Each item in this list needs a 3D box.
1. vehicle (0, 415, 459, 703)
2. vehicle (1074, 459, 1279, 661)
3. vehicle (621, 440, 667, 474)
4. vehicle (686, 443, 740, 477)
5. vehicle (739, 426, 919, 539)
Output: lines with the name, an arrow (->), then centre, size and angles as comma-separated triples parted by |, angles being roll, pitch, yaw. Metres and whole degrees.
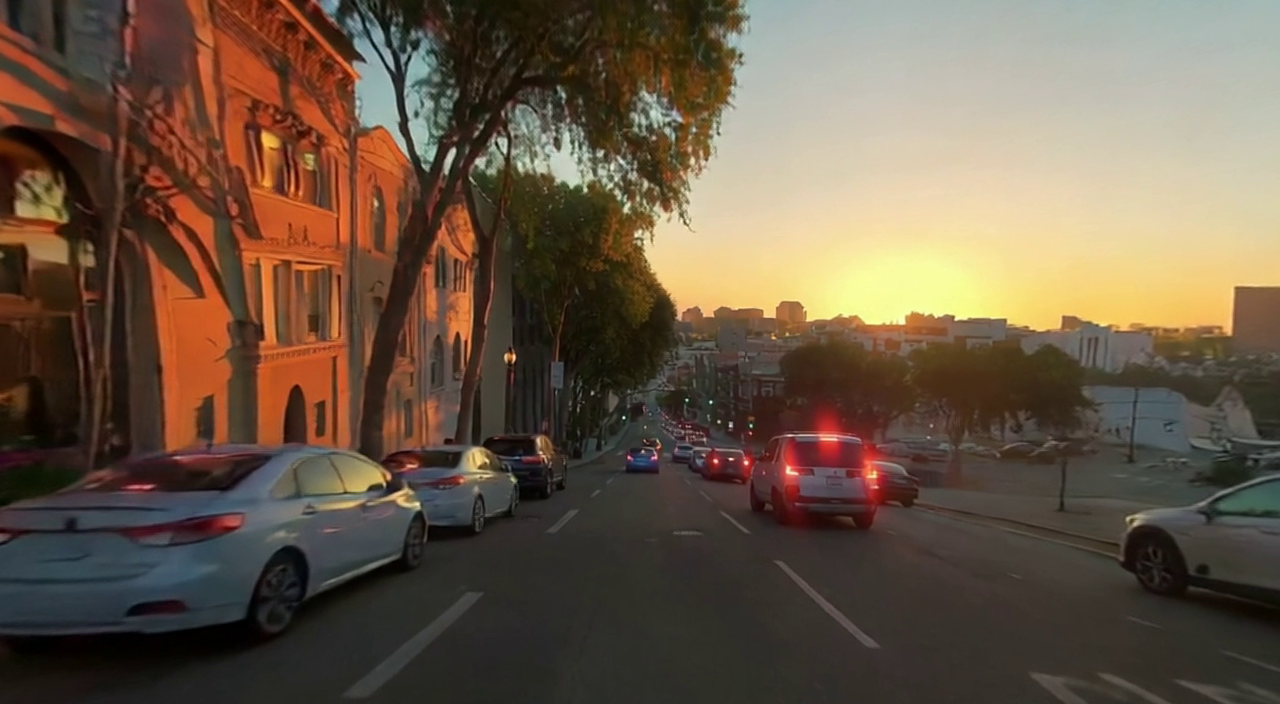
vehicle -> -3.243, 1.388, 5.401 | 1.863, 1.466, 4.416 | 0, -8, 3
vehicle -> 6.362, 1.844, 5.683 | 1.913, 1.624, 4.116 | 0, -8, 1
vehicle -> 0.192, 4.812, 28.930 | 2.007, 1.460, 3.923 | 0, -8, 1
vehicle -> 3.351, 5.042, 29.677 | 1.966, 1.475, 4.528 | 0, -8, -1
vehicle -> 3.252, 2.334, 11.921 | 2.002, 1.707, 4.547 | 0, -8, 0
